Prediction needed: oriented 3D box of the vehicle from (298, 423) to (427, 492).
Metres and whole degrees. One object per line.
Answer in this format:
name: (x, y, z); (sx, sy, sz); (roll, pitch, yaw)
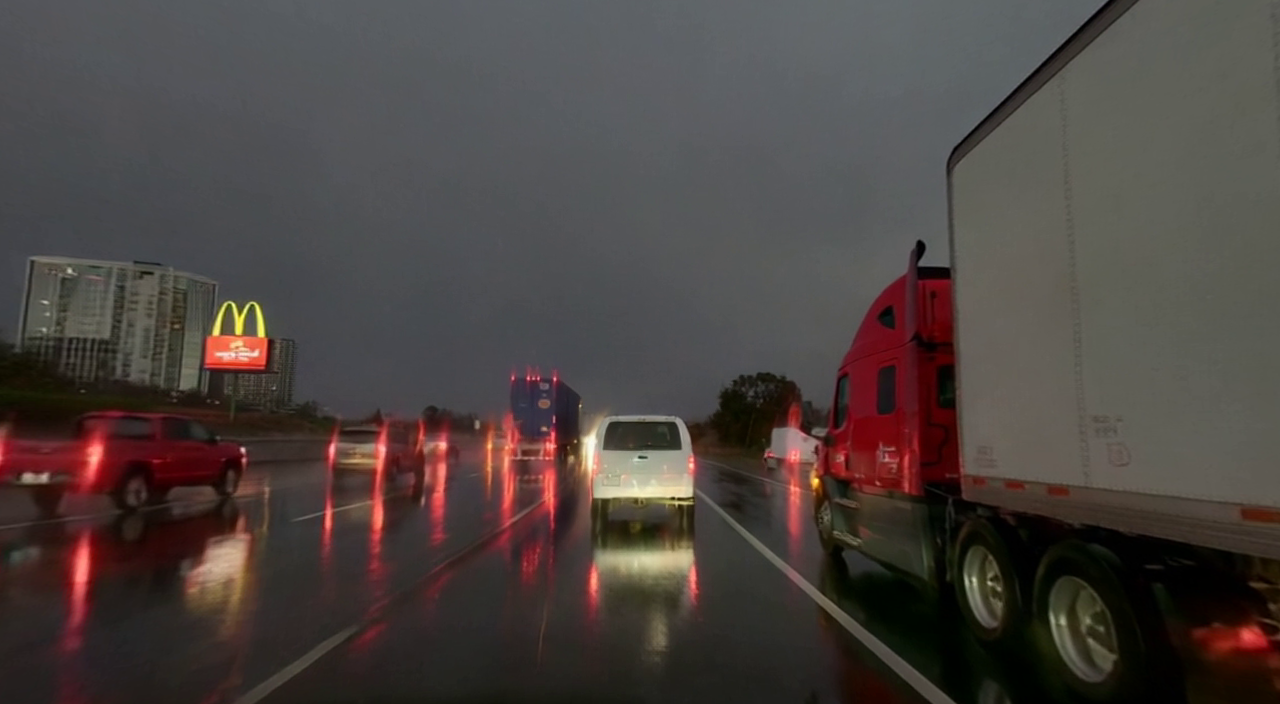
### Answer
vehicle: (-7.696, 2.975, 18.022); (1.854, 1.740, 4.151); (0, -9, -1)

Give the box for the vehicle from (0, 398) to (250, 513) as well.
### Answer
vehicle: (-11.612, 2.244, 13.947); (2.240, 1.995, 5.854); (0, -9, 0)

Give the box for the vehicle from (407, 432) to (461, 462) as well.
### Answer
vehicle: (-12.422, 5.770, 38.347); (1.915, 1.710, 4.670); (0, -9, -2)

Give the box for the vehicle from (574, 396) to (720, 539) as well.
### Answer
vehicle: (0.054, 1.847, 10.531); (1.947, 1.910, 4.040); (0, -9, -1)

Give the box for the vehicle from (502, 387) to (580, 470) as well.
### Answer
vehicle: (-4.625, 3.899, 31.300); (2.814, 3.513, 8.529); (0, -9, -2)
